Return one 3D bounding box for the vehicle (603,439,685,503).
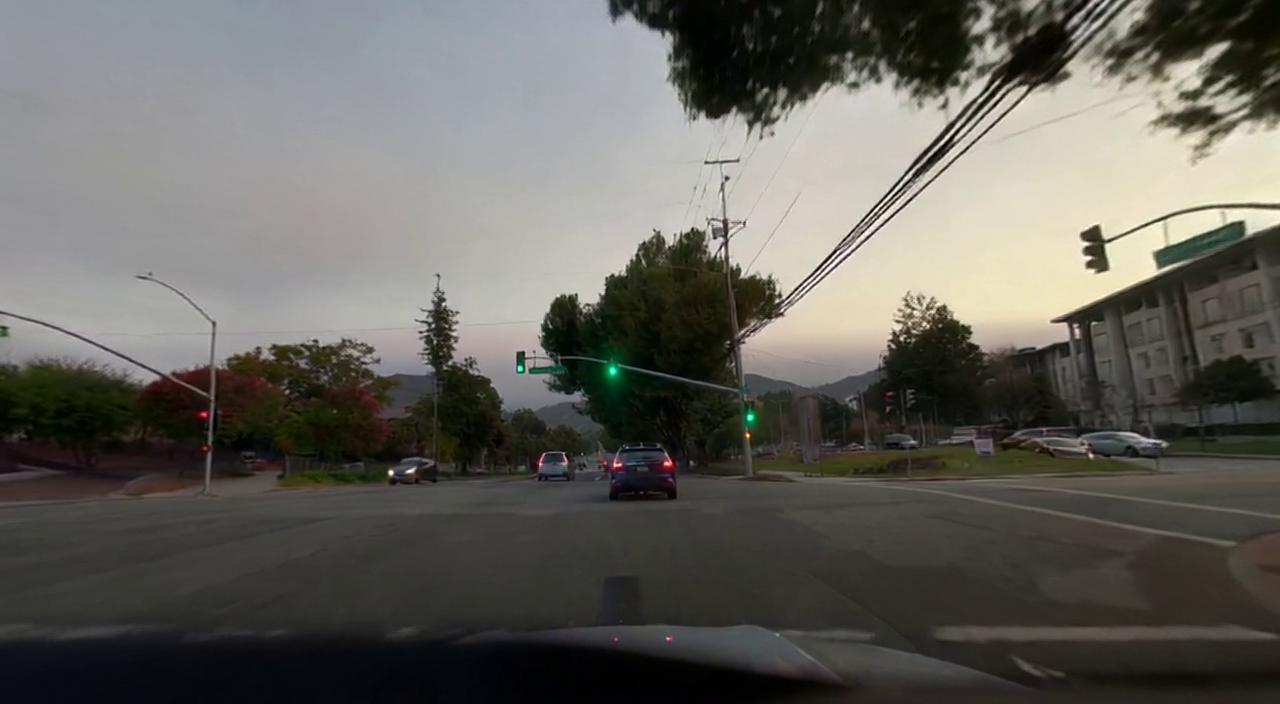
[{"bbox_3d":[0.069,3.425,18.543,2.156,1.636,3.923,0,-9,-1],"label":"vehicle"}]

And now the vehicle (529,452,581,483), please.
[{"bbox_3d":[-4.346,6.018,33.101,2.153,1.474,4.284,0,-9,0],"label":"vehicle"}]

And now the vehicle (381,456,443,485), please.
[{"bbox_3d":[-13.722,7.166,38.343,2.025,1.571,4.636,0,-9,0],"label":"vehicle"}]
